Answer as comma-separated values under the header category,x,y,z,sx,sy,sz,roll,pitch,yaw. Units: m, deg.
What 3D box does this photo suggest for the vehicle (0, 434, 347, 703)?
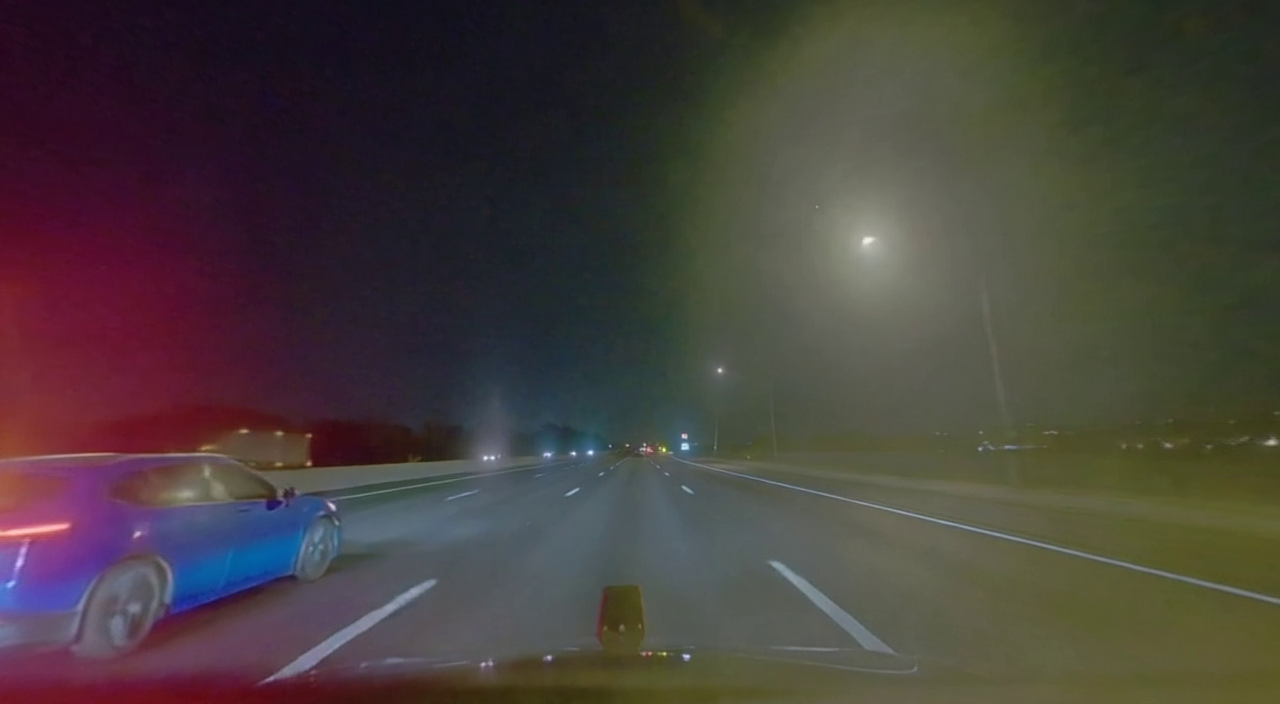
category,x,y,z,sx,sy,sz,roll,pitch,yaw
vehicle,-3.957,1.353,4.395,1.935,1.479,3.787,0,-9,1
